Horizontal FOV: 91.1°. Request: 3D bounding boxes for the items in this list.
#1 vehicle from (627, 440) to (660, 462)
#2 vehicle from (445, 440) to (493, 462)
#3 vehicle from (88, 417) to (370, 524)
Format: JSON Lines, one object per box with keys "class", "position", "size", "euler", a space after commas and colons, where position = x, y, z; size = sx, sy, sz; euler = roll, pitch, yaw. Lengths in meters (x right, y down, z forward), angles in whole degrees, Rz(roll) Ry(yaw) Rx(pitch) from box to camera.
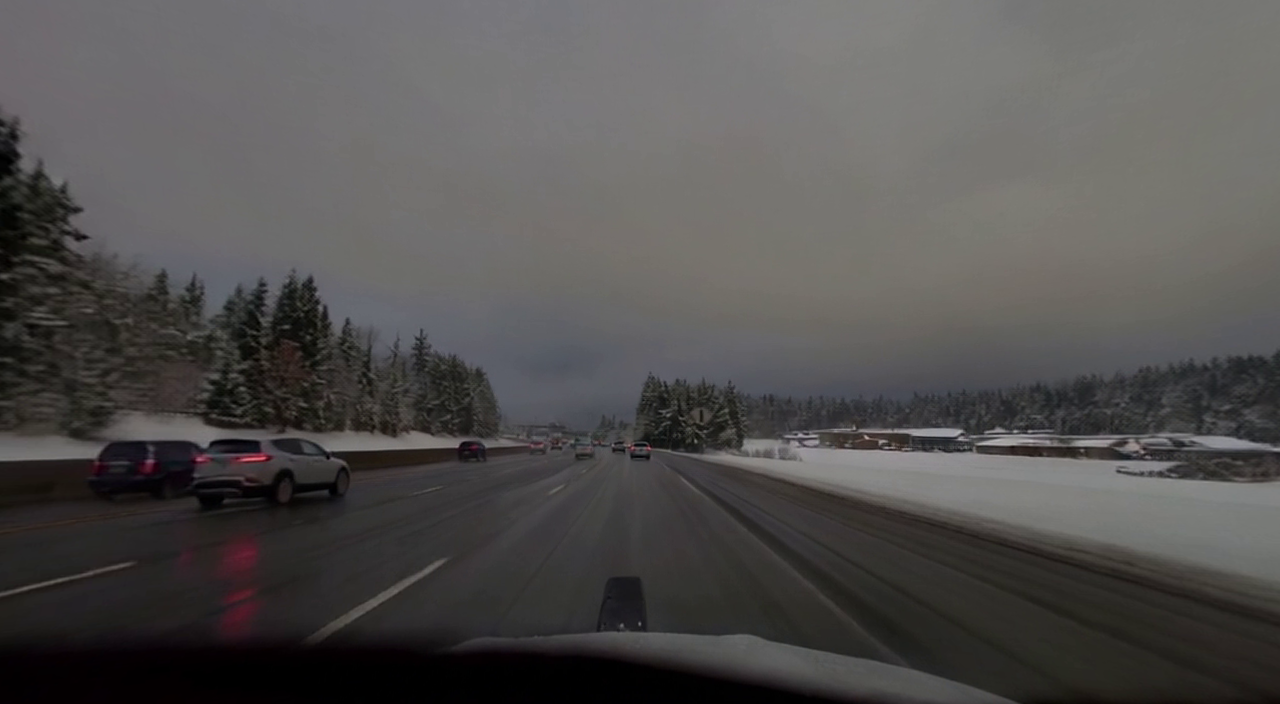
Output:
{"class": "vehicle", "position": [0.198, 6.797, 43.275], "size": [2.060, 1.465, 3.974], "euler": [0, -8, -2]}
{"class": "vehicle", "position": [-11.992, 6.960, 44.246], "size": [2.056, 1.489, 4.852], "euler": [0, -8, -1]}
{"class": "vehicle", "position": [-7.729, 2.269, 12.679], "size": [2.238, 1.712, 5.000], "euler": [0, -8, 1]}
